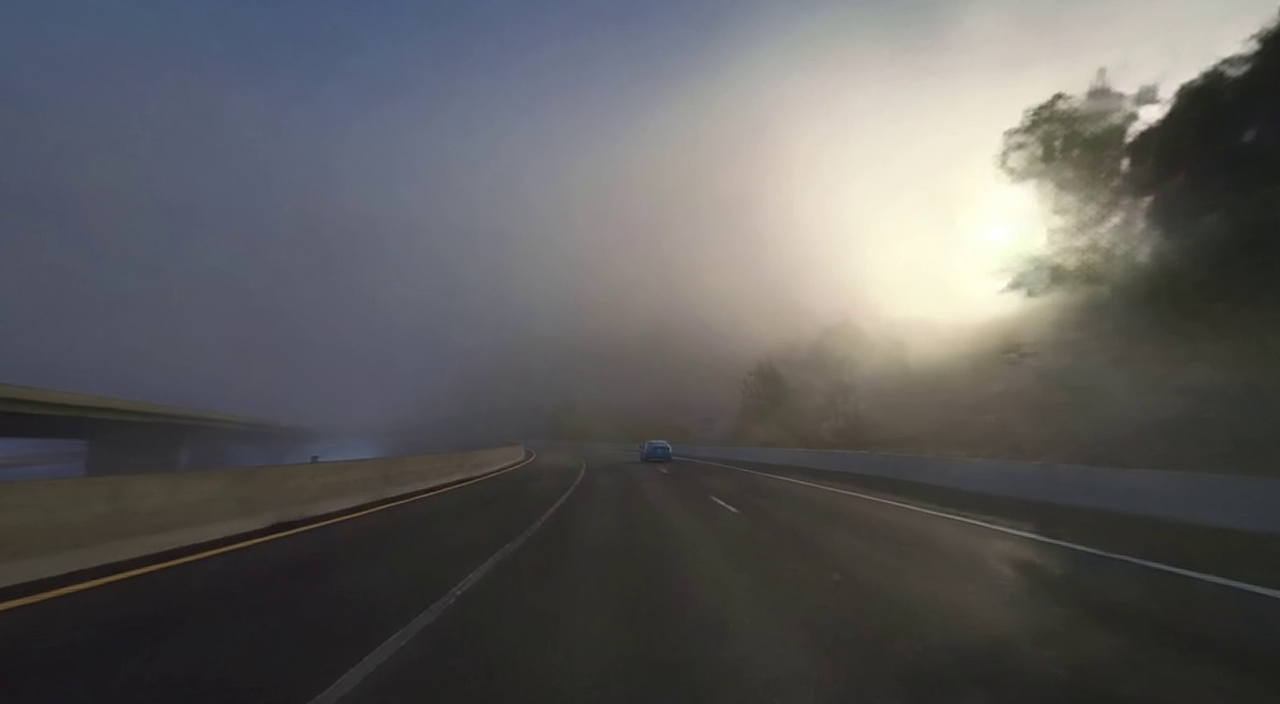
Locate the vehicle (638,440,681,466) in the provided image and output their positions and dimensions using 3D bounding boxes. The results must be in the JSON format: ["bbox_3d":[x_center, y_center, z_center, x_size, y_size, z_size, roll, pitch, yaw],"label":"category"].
[{"bbox_3d":[1.136,6.182,38.741,1.985,1.440,4.466,1,-9,-7],"label":"vehicle"}]
